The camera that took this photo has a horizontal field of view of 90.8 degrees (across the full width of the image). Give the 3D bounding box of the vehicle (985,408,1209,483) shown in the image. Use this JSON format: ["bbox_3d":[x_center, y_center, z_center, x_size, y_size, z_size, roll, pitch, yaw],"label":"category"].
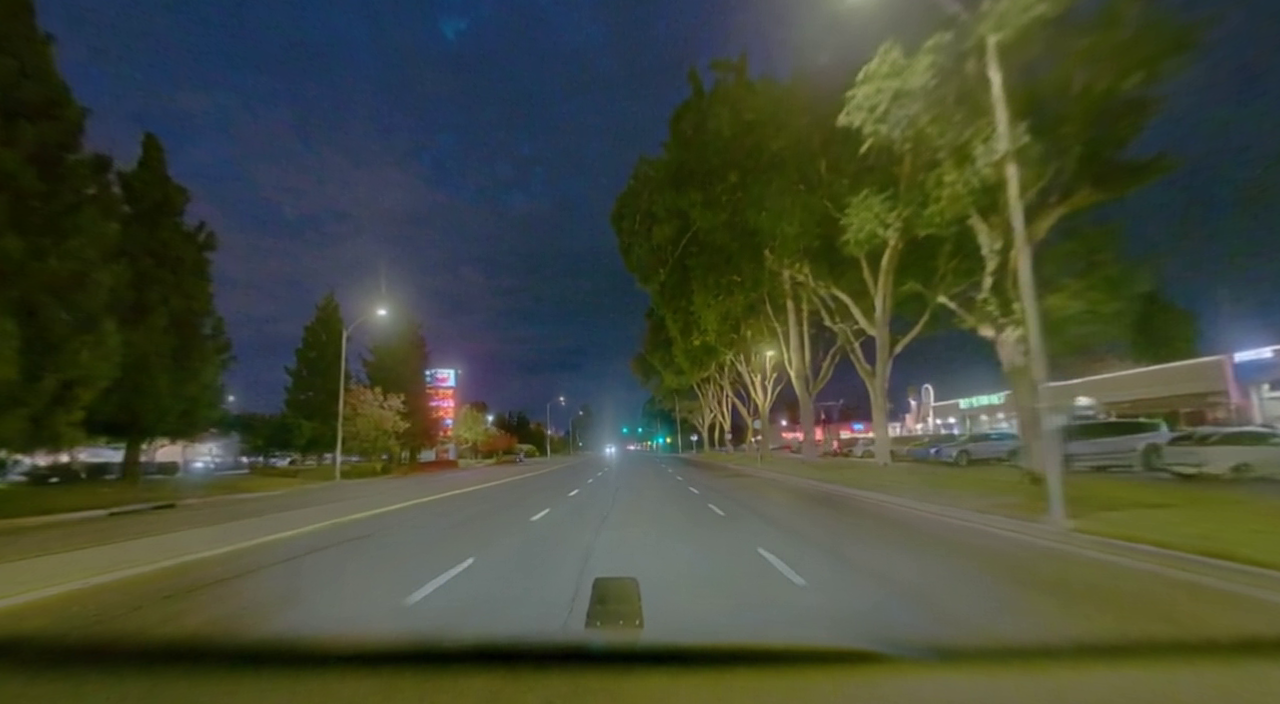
[{"bbox_3d":[15.665,3.236,21.948,5.797,2.052,2.329,-4,-9,0],"label":"vehicle"}]
